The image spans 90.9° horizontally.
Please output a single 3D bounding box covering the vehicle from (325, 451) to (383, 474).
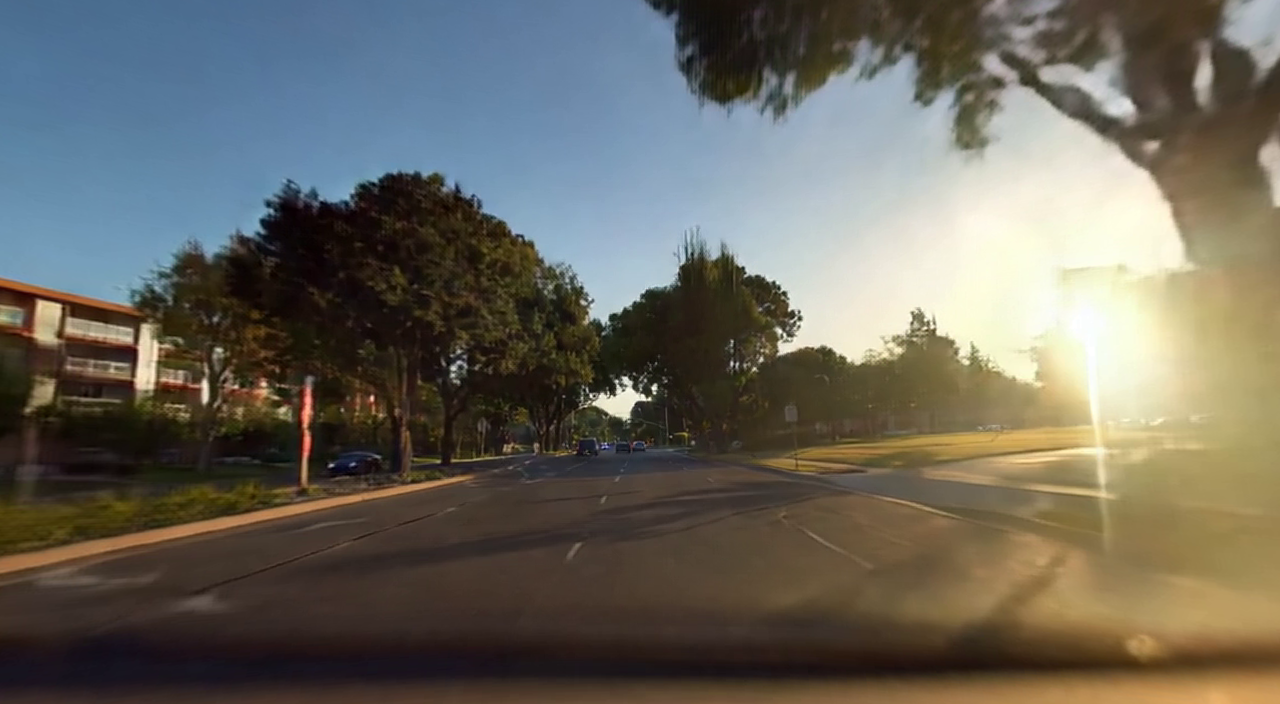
[{"bbox_3d":[-19.705,7.600,43.628,1.863,1.486,4.500,0,-8,0],"label":"vehicle"}]
